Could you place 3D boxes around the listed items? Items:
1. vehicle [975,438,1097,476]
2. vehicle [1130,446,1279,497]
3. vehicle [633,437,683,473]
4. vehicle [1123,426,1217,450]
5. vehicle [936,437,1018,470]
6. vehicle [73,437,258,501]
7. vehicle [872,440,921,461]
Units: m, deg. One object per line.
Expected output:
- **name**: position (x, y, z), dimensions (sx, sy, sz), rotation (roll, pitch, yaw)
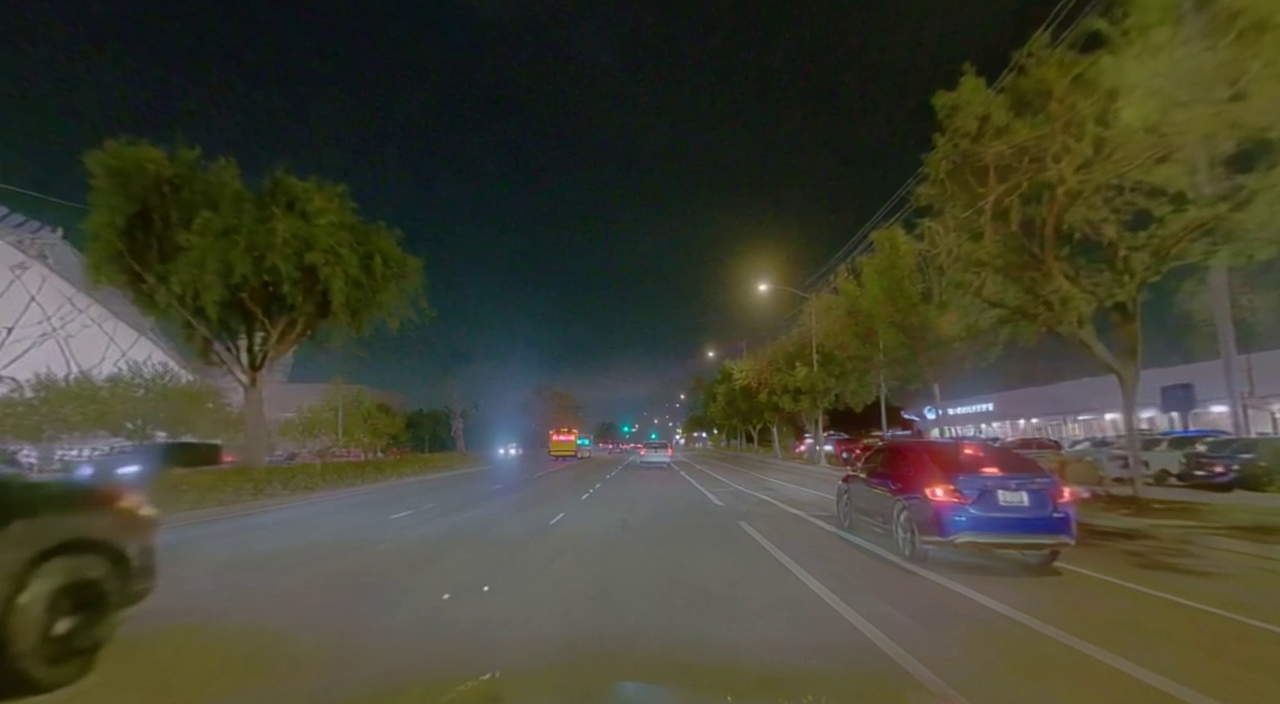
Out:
- **vehicle**: position (19.198, 5.126, 31.042), dimensions (2.229, 1.661, 5.991), rotation (0, -9, 1)
- **vehicle**: position (18.826, 3.811, 20.618), dimensions (1.849, 1.466, 4.831), rotation (-1, -9, 3)
- **vehicle**: position (0.764, 4.702, 28.988), dimensions (2.123, 1.498, 4.226), rotation (0, -9, 0)
- **vehicle**: position (33.404, 5.467, 39.842), dimensions (4.215, 1.462, 1.883), rotation (0, -9, -1)
- **vehicle**: position (19.231, 5.795, 36.315), dimensions (1.965, 1.749, 4.838), rotation (0, -9, -1)
- **vehicle**: position (-14.363, 3.538, 19.531), dimensions (2.126, 1.742, 4.517), rotation (0, -9, 1)
- **vehicle**: position (19.403, 7.470, 47.910), dimensions (1.826, 1.532, 4.290), rotation (0, -9, -1)
